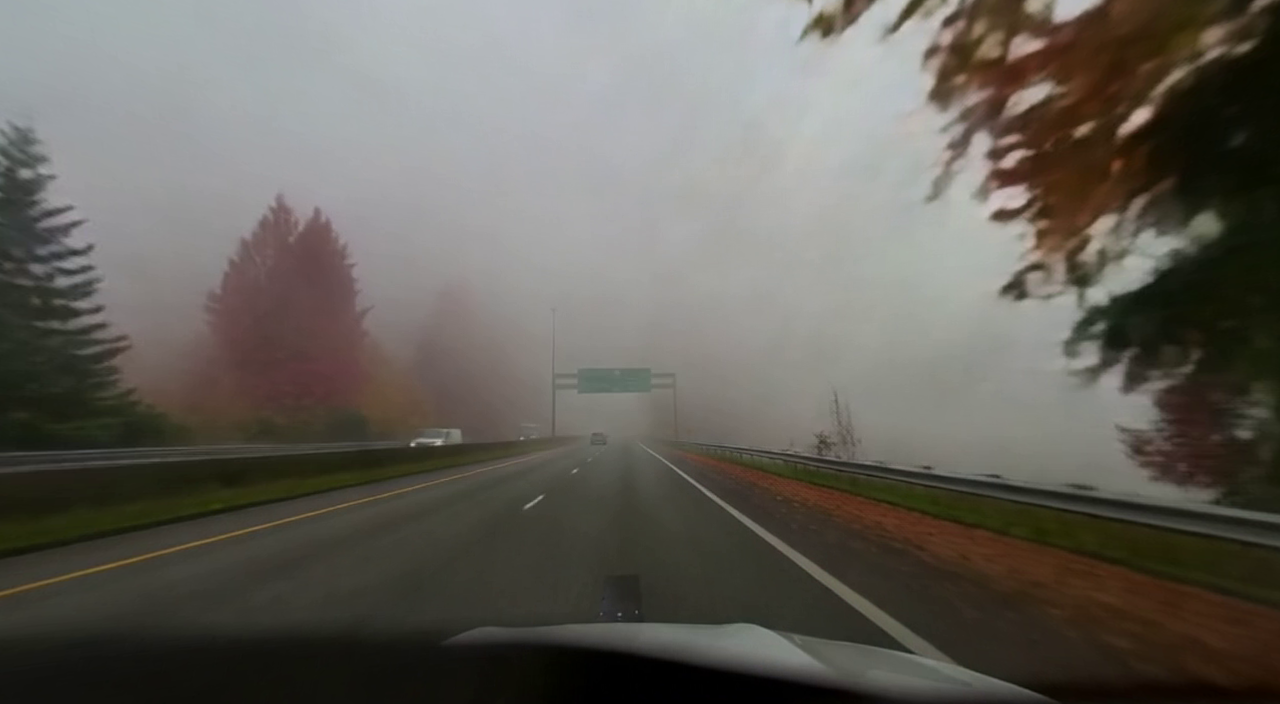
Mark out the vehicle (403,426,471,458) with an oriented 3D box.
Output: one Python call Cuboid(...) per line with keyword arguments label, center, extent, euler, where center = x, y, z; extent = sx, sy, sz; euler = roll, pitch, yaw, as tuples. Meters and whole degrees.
Cuboid(label="vehicle", center=(-12.106, 5.416, 37.974), extent=(2.233, 1.788, 5.640), euler=(0, -8, -1))
